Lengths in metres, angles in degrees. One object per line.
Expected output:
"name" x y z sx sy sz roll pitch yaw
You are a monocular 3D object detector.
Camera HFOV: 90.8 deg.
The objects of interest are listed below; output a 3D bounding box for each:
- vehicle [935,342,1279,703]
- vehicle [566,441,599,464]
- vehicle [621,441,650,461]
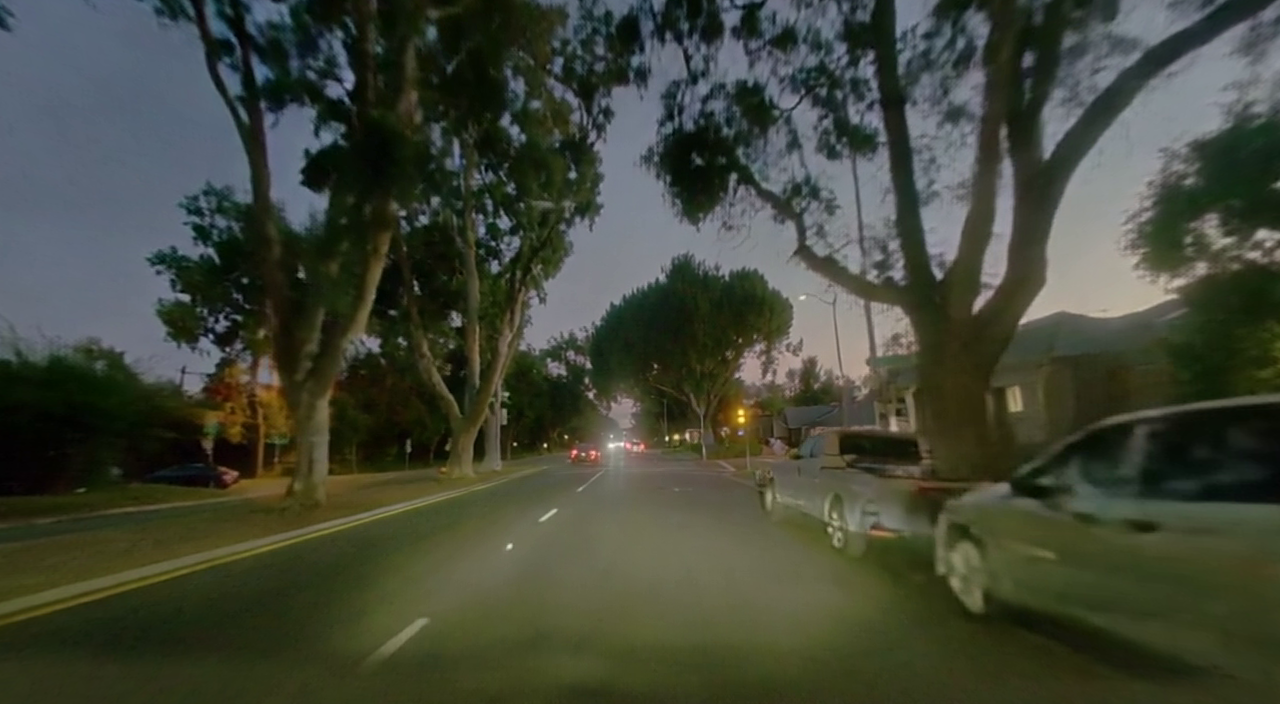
"vehicle" 3.538 0.912 2.892 2.113 1.760 4.432 0 -9 -1
"vehicle" -4.294 7.584 47.766 2.129 1.668 4.722 0 -9 0
"vehicle" -0.388 7.775 49.680 2.142 1.548 4.273 0 -9 -1
